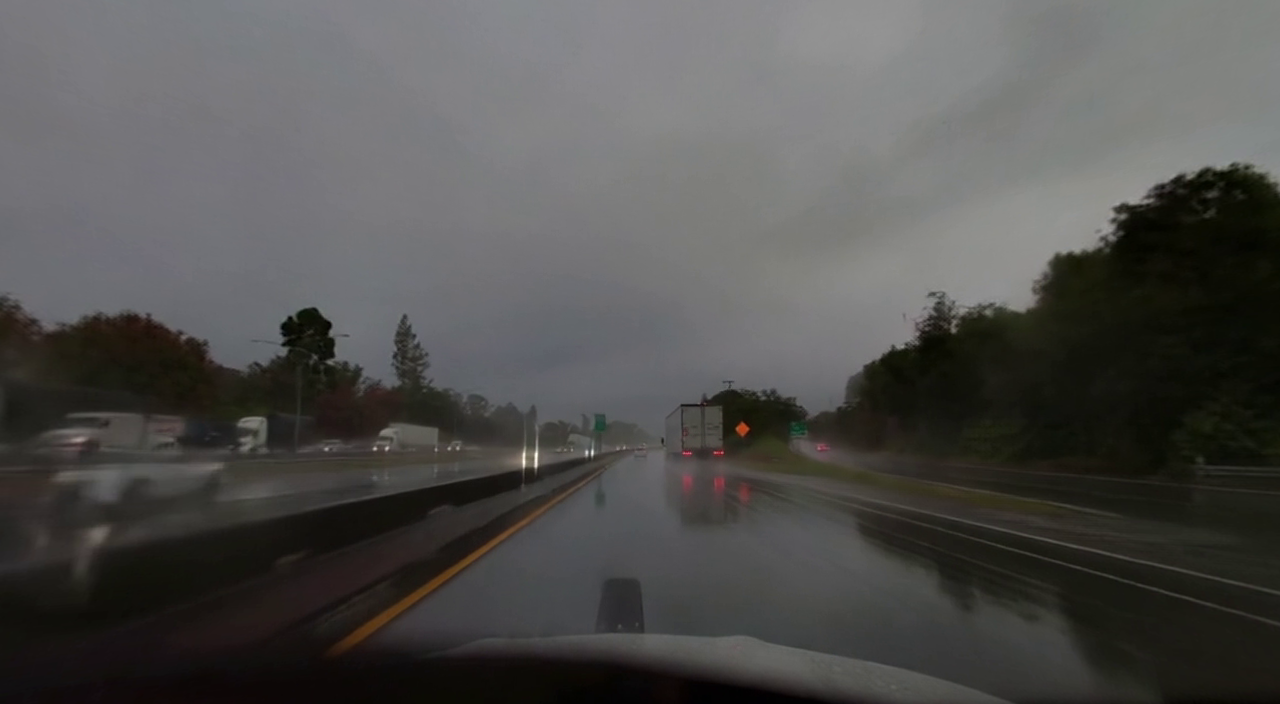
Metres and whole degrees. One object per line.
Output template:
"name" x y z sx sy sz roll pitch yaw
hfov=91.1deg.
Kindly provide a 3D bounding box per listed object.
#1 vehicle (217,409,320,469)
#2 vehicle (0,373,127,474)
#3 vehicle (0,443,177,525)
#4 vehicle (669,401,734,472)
"vehicle" -26.604 6.355 45.528 3.120 3.923 6.859 0 -9 0
"vehicle" -26.309 2.976 25.534 2.933 3.877 9.896 0 -9 -3
"vehicle" -13.375 2.906 14.419 2.101 1.571 4.375 0 -9 0
"vehicle" 3.899 5.972 43.606 3.185 4.154 12.638 0 -9 0
